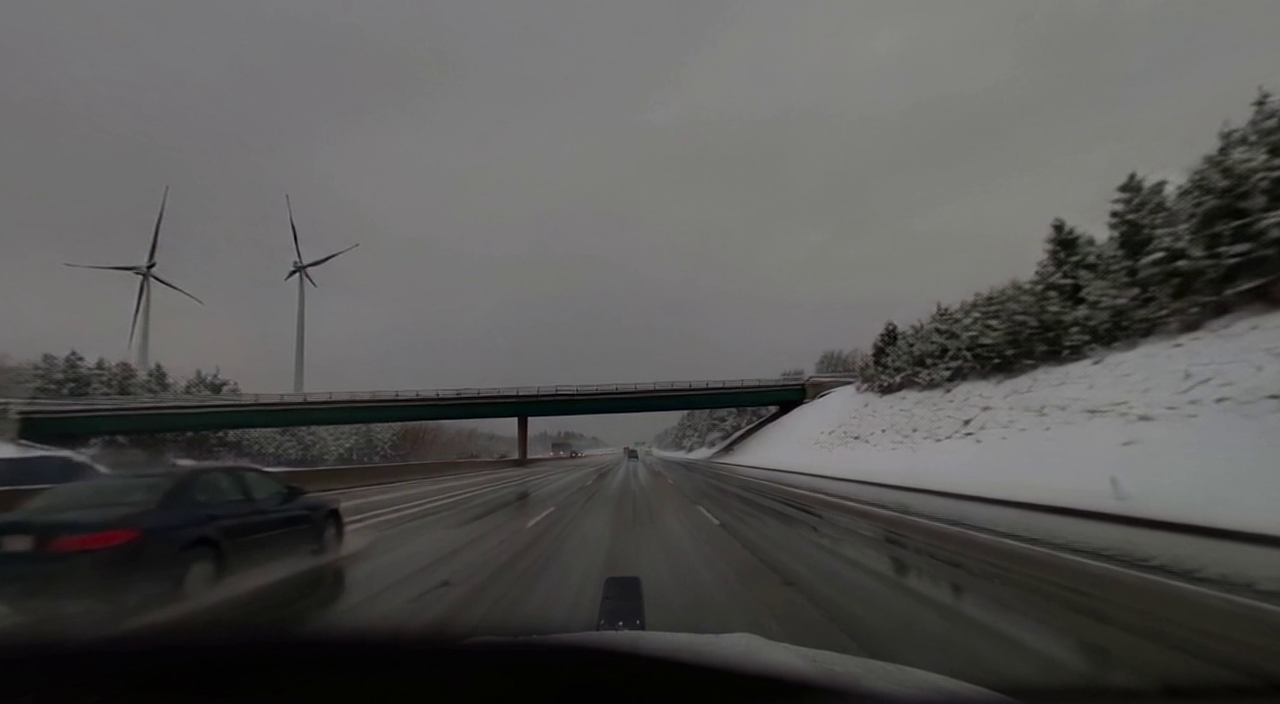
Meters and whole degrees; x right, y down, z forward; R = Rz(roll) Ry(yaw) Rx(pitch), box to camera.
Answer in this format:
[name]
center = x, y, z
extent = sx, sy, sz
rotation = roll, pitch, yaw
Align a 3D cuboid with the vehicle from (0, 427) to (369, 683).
[vehicle]
center = -4.384, 1.514, 5.820
extent = 1.921, 1.481, 4.120
rotation = 0, -9, 0
